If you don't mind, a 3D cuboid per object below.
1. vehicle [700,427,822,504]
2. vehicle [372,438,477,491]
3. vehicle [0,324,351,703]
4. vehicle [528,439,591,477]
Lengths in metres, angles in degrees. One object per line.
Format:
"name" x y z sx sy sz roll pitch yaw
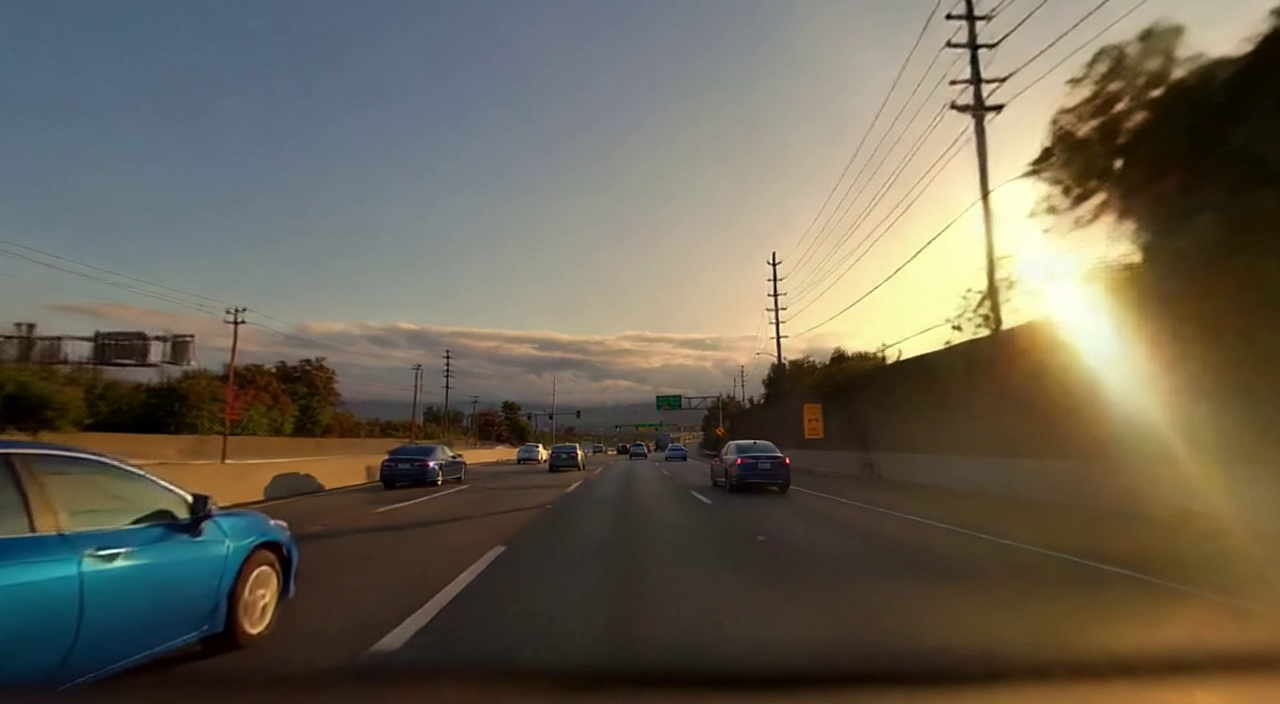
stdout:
"vehicle" 2.849 2.799 16.001 2.100 1.659 4.387 0 -8 -1
"vehicle" -6.684 3.519 20.113 1.903 1.482 4.180 0 -8 0
"vehicle" -3.253 0.836 2.613 2.104 1.707 4.338 0 -8 -1
"vehicle" -3.378 4.533 27.336 2.066 1.488 4.377 0 -8 1
